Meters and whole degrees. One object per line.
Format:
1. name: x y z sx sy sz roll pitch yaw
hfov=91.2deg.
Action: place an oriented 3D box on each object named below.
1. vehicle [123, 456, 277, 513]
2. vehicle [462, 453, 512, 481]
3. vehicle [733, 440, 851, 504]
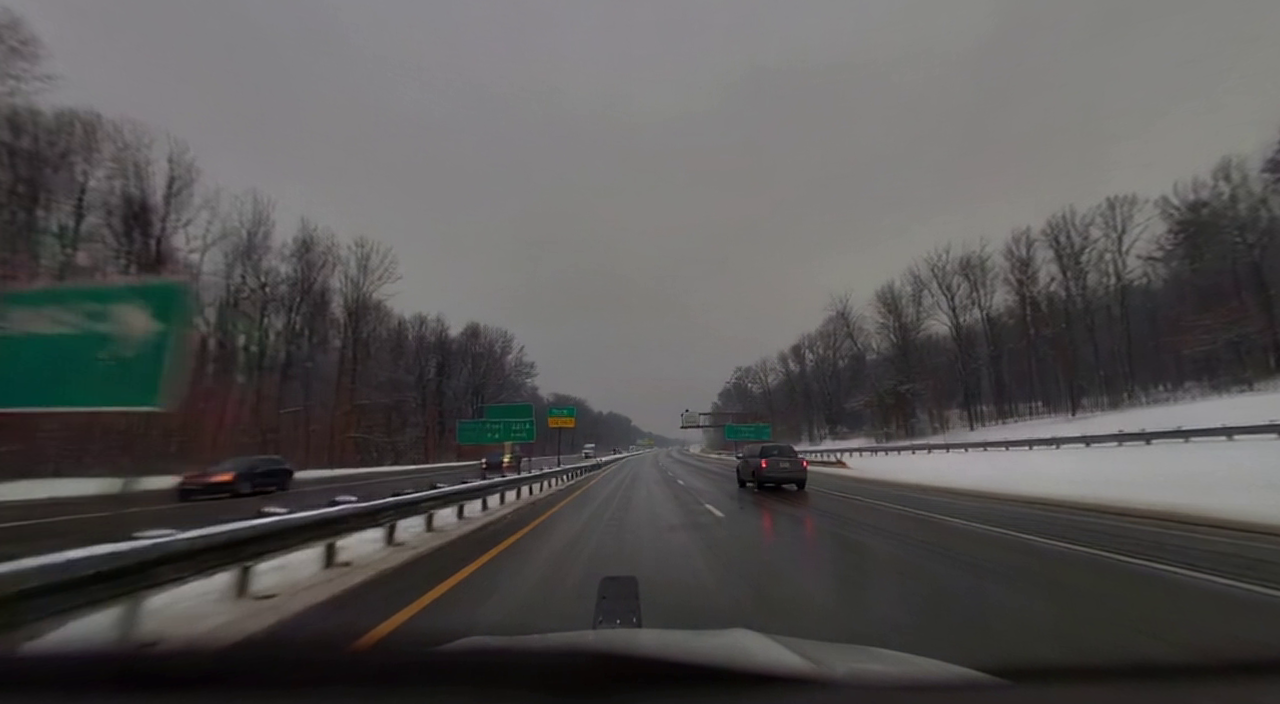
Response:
1. vehicle: -13.294 3.984 19.283 1.850 1.486 3.952 0 -9 0
2. vehicle: -8.892 6.676 36.670 1.882 1.511 3.945 0 -9 0
3. vehicle: 4.059 3.294 17.680 2.070 1.546 4.648 0 -9 -1
